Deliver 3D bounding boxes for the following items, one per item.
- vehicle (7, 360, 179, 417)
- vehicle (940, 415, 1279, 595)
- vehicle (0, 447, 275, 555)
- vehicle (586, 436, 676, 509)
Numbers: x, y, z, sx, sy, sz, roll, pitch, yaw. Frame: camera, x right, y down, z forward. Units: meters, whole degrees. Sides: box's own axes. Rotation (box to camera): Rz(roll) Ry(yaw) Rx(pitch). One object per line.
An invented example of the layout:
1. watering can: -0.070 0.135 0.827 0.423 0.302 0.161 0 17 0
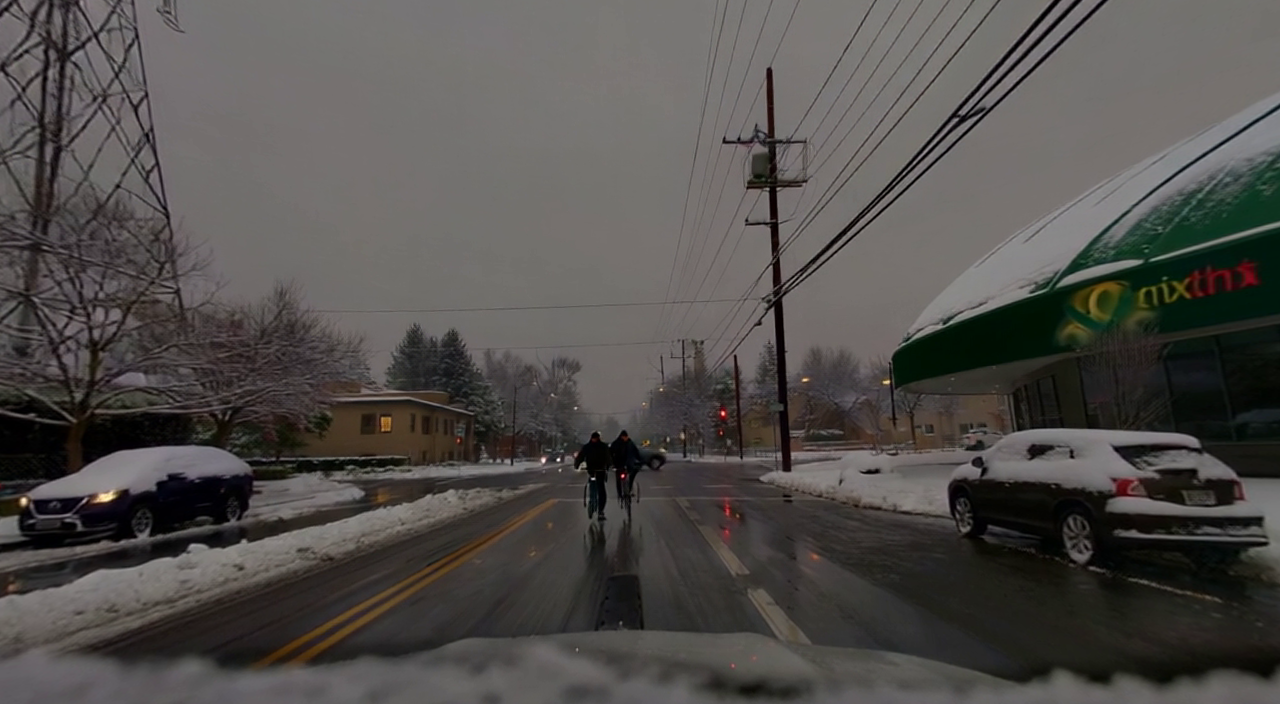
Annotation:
1. vehicle: -17.105 1.184 19.909 3.685 1.584 1.708 1 -9 -3
2. vehicle: 5.822 1.774 8.158 1.873 1.714 3.979 0 -9 0
3. vehicle: -10.244 2.951 13.431 2.075 1.816 4.900 0 -9 -1
4. vehicle: -0.179 3.265 17.567 2.190 1.783 4.048 0 -9 1
